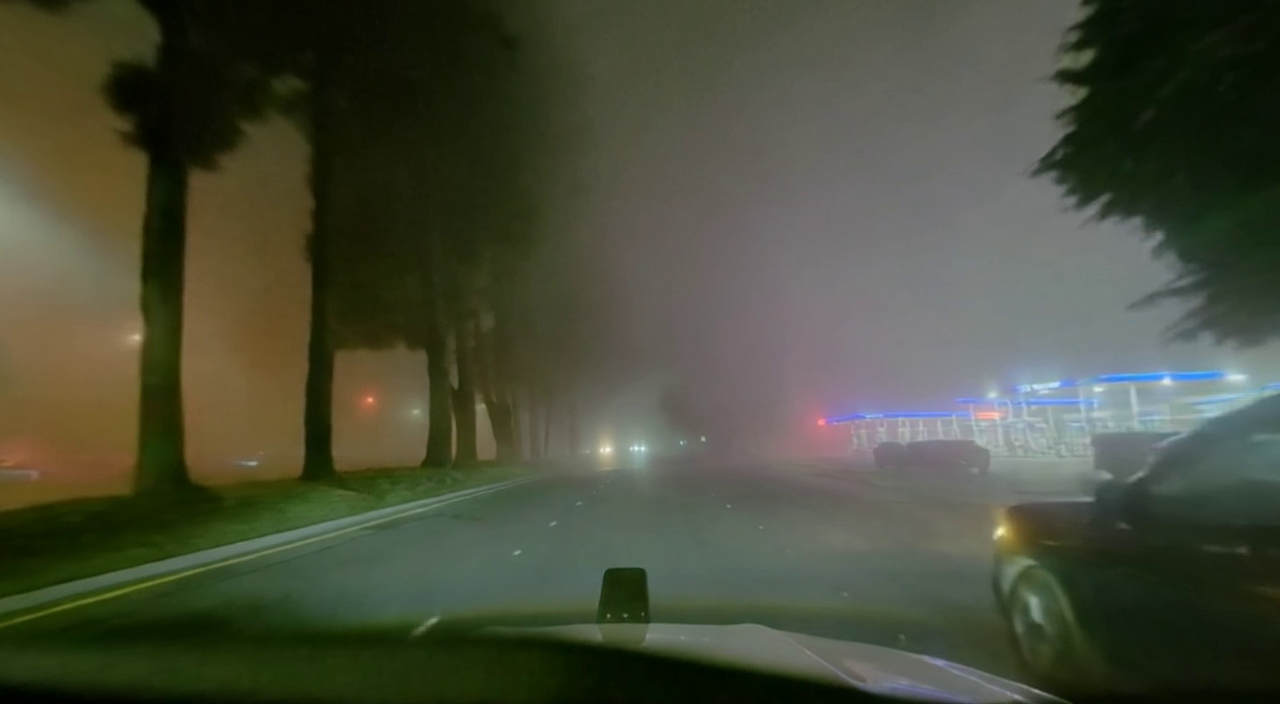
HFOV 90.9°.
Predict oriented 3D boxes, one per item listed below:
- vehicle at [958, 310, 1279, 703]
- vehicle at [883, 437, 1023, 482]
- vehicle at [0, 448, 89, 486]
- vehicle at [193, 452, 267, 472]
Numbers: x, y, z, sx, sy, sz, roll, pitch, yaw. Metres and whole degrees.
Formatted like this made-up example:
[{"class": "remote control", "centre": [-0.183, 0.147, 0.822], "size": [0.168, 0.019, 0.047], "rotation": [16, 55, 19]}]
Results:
[{"class": "vehicle", "centre": [3.334, 0.705, 1.959], "size": [2.151, 1.771, 4.792], "rotation": [0, -9, 0]}, {"class": "vehicle", "centre": [12.029, 4.140, 24.411], "size": [4.359, 1.656, 1.894], "rotation": [0, -9, -4]}, {"class": "vehicle", "centre": [-31.254, 5.769, 31.969], "size": [2.059, 1.782, 5.016], "rotation": [1, -9, -1]}, {"class": "vehicle", "centre": [-31.227, 8.381, 48.065], "size": [4.275, 1.411, 1.968], "rotation": [-1, -8, 3]}]
